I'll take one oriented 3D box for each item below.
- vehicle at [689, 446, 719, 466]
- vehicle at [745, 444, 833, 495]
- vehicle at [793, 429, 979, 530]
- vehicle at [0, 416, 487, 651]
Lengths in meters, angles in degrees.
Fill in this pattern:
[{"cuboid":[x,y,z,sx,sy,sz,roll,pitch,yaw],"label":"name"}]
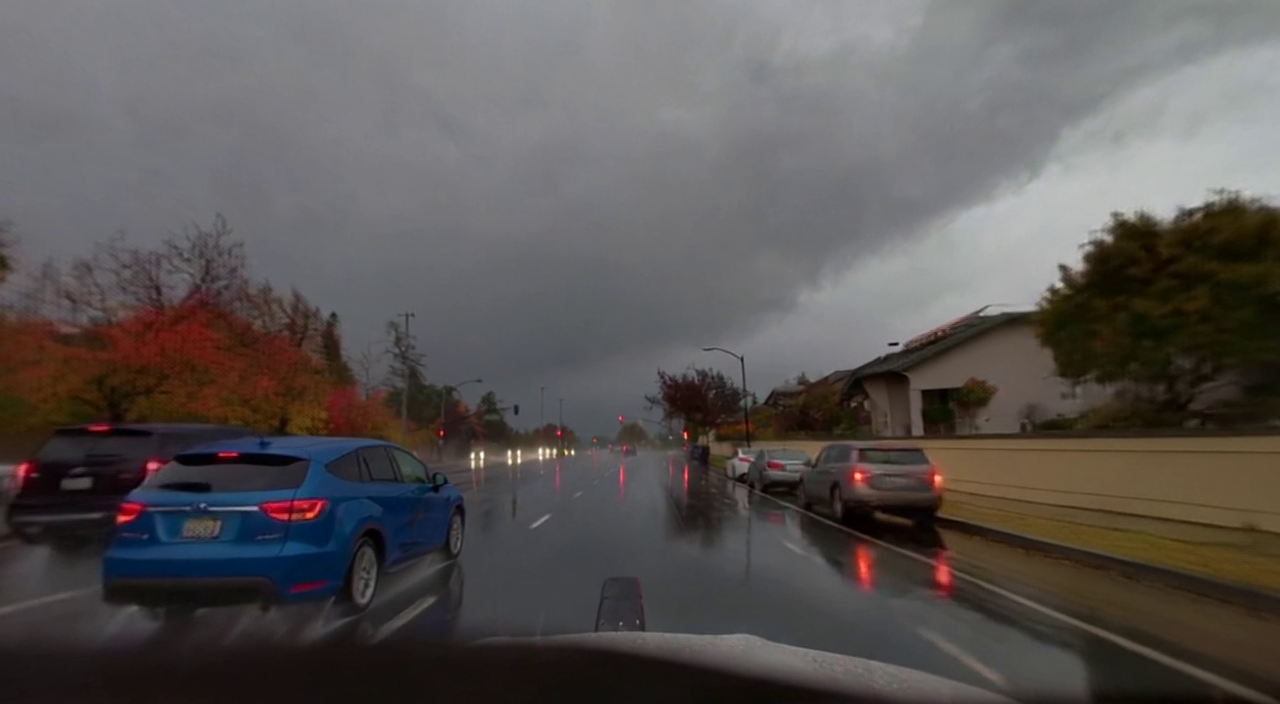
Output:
[{"cuboid":[4.900,7.997,48.569,1.955,1.499,4.536,0,-9,2],"label":"vehicle"},{"cuboid":[4.867,3.898,21.282,1.889,1.491,4.614,0,-9,0],"label":"vehicle"},{"cuboid":[4.744,2.517,13.001,2.014,1.700,4.369,0,-9,-1],"label":"vehicle"},{"cuboid":[-3.135,1.503,6.339,1.982,1.478,4.465,0,-9,1],"label":"vehicle"}]
